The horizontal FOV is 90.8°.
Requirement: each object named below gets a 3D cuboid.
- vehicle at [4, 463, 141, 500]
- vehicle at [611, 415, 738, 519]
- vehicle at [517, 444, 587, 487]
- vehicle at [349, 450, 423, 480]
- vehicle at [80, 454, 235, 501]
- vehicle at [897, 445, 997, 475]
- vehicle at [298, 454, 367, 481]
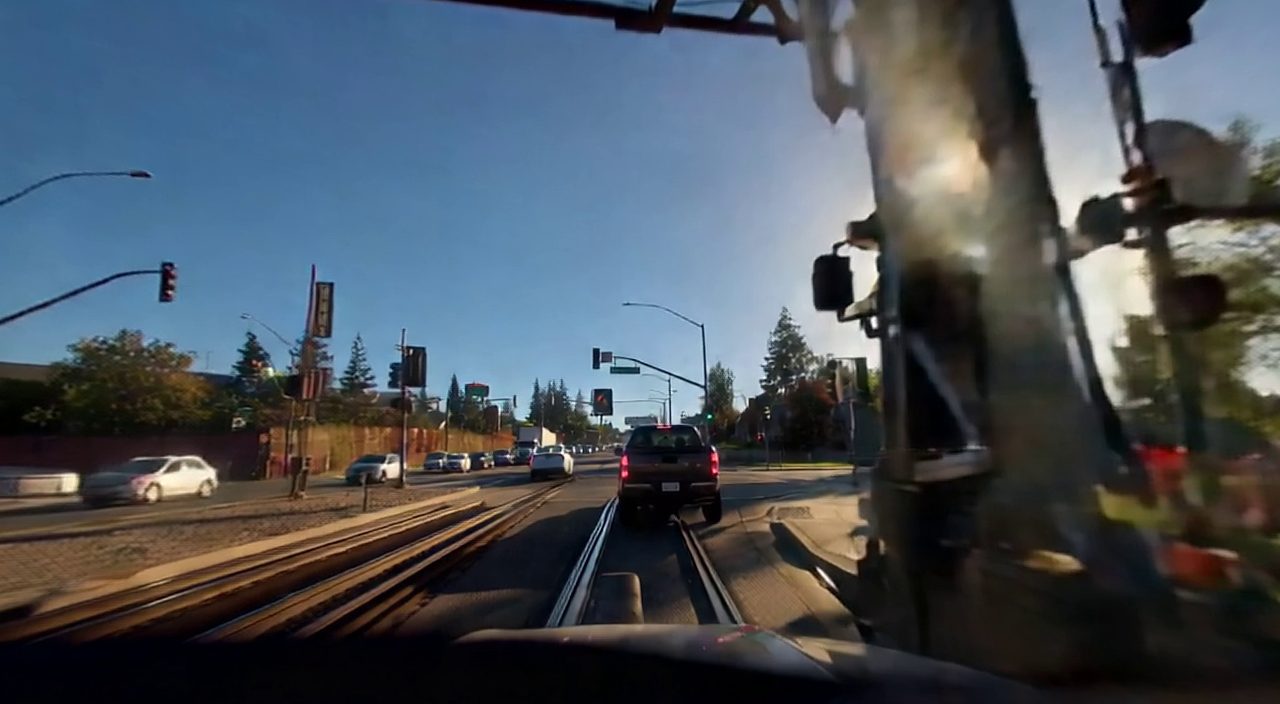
[{"bbox_3d":[-25.002,5.678,27.882,4.688,1.448,2.028,-2,-9,13],"label":"vehicle"},{"bbox_3d":[0.929,2.579,14.617,2.404,1.926,5.251,-1,-9,6],"label":"vehicle"},{"bbox_3d":[-3.234,4.286,24.227,2.004,1.482,4.799,0,-9,0],"label":"vehicle"},{"bbox_3d":[-13.271,5.922,33.402,2.027,1.482,4.711,0,-9,-1],"label":"vehicle"},{"bbox_3d":[-16.986,4.397,22.615,1.964,1.465,4.638,0,-9,-1],"label":"vehicle"},{"bbox_3d":[16.341,5.724,33.689,4.412,1.494,2.136,3,-9,-15],"label":"vehicle"},{"bbox_3d":[-17.203,6.460,35.581,1.880,1.377,4.201,0,-9,-1],"label":"vehicle"}]
